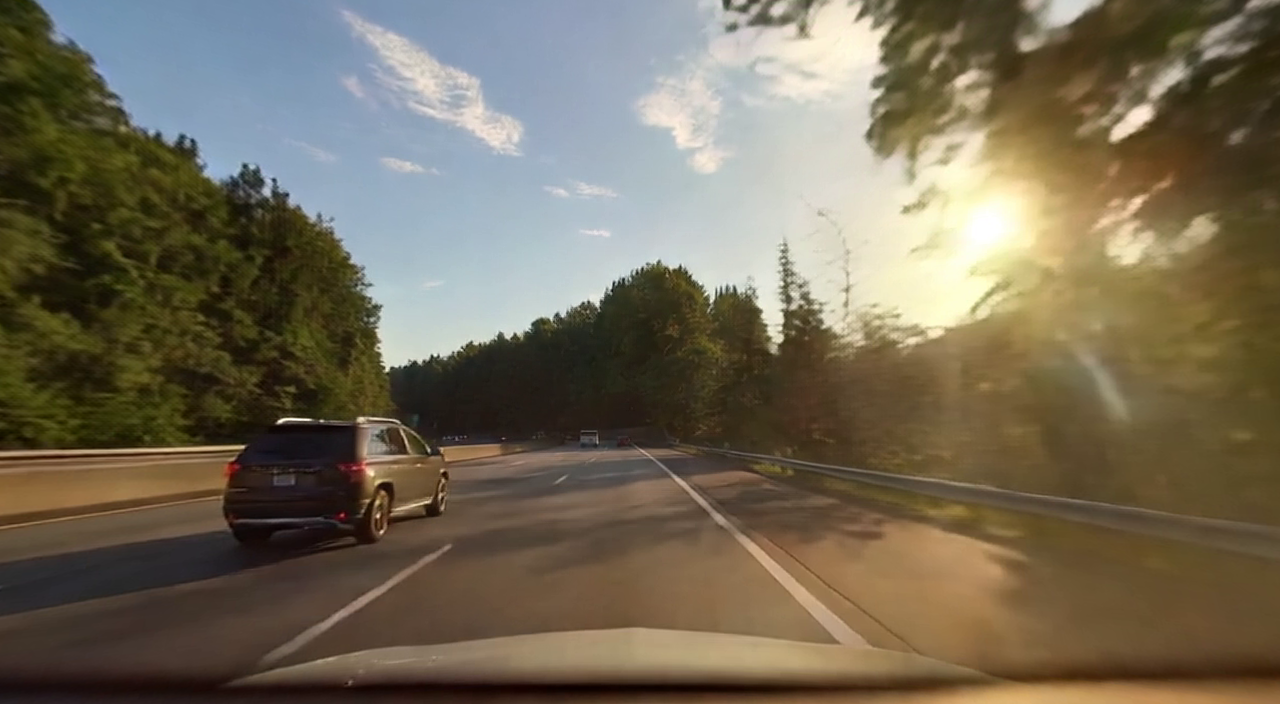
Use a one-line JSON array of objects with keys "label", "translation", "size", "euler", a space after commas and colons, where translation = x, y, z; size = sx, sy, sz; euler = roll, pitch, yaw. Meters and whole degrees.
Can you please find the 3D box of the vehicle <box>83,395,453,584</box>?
[{"label": "vehicle", "translation": [-3.942, 1.498, 7.732], "size": [2.034, 1.675, 4.080], "euler": [0, -8, 0]}]
